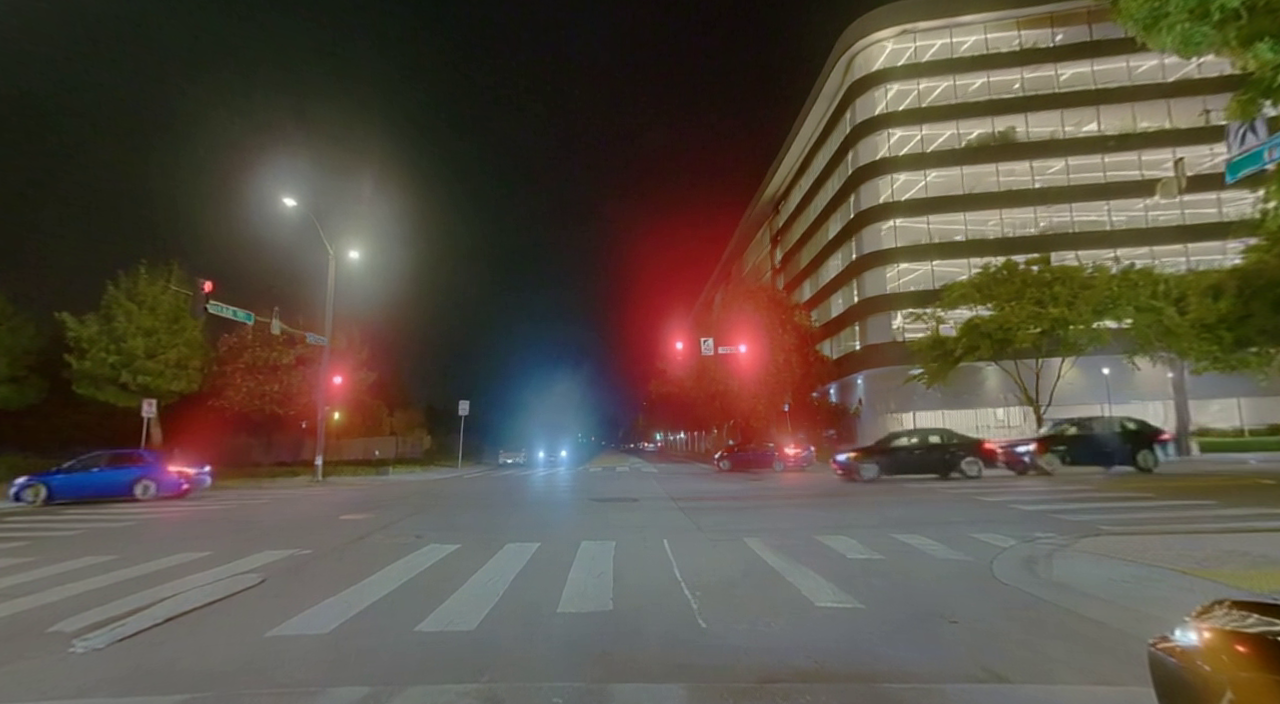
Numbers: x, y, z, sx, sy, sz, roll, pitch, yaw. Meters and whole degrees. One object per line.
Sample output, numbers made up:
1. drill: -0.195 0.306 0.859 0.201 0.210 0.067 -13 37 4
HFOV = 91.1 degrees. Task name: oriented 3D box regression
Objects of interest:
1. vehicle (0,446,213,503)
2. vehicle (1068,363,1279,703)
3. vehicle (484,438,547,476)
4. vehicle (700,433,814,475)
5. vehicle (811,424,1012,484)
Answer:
1. vehicle: -14.817 3.330 17.332 4.613 1.443 1.883 0 -8 -1
2. vehicle: 2.884 0.673 0.833 1.947 1.576 3.825 0 -8 1
3. vehicle: -5.941 5.065 30.542 2.115 1.690 4.322 0 -8 1
4. vehicle: 4.928 4.338 27.028 2.053 1.625 4.551 6 -11 -38
5. vehicle: 7.083 2.708 16.759 4.464 1.472 1.867 0 -8 0
